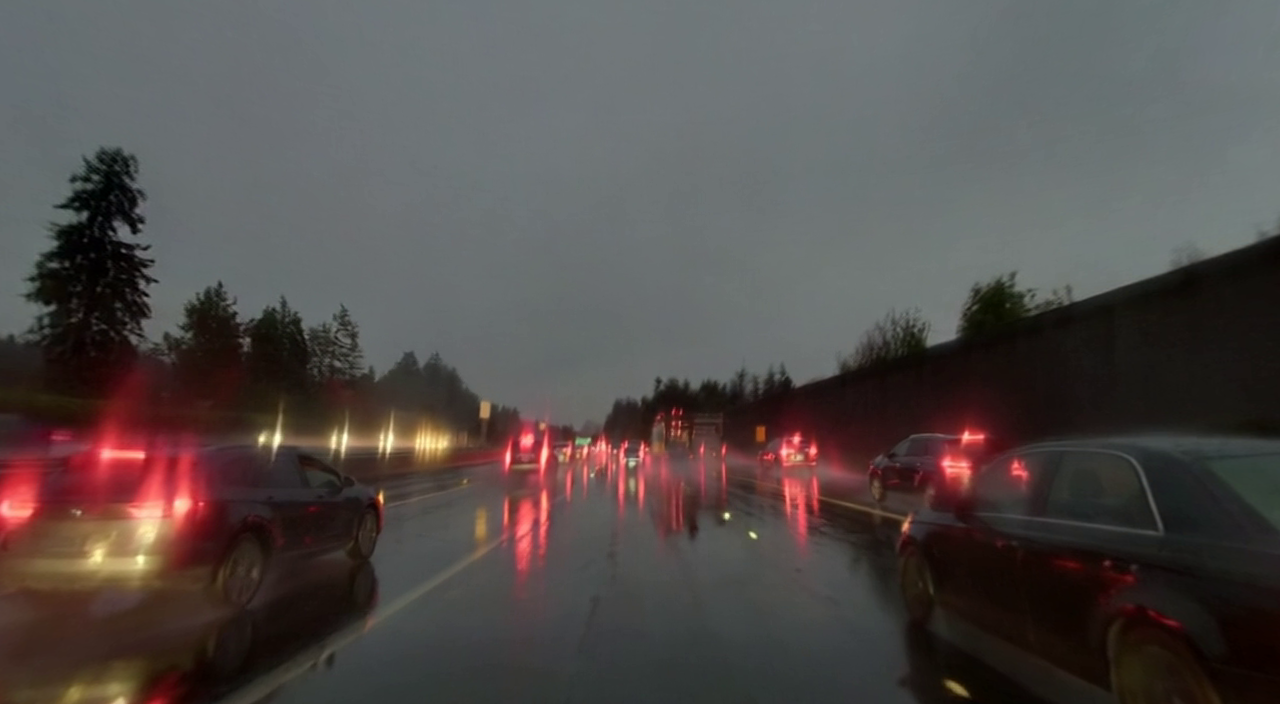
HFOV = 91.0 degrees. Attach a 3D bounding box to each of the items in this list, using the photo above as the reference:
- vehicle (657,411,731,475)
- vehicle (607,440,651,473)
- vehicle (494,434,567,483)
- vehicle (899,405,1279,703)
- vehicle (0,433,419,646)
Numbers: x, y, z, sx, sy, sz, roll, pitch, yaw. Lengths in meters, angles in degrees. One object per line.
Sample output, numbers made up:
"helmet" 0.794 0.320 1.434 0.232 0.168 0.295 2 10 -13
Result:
"vehicle" 2.937 5.602 38.636 3.426 3.279 12.313 0 -9 0
"vehicle" -0.614 5.678 34.330 2.235 1.682 4.094 0 -9 -1
"vehicle" -4.371 4.352 26.029 2.176 1.783 4.799 0 -9 0
"vehicle" 3.136 1.067 2.930 2.031 1.504 4.327 0 -9 0
"vehicle" -4.077 1.607 6.502 1.947 1.424 4.264 0 -9 1
